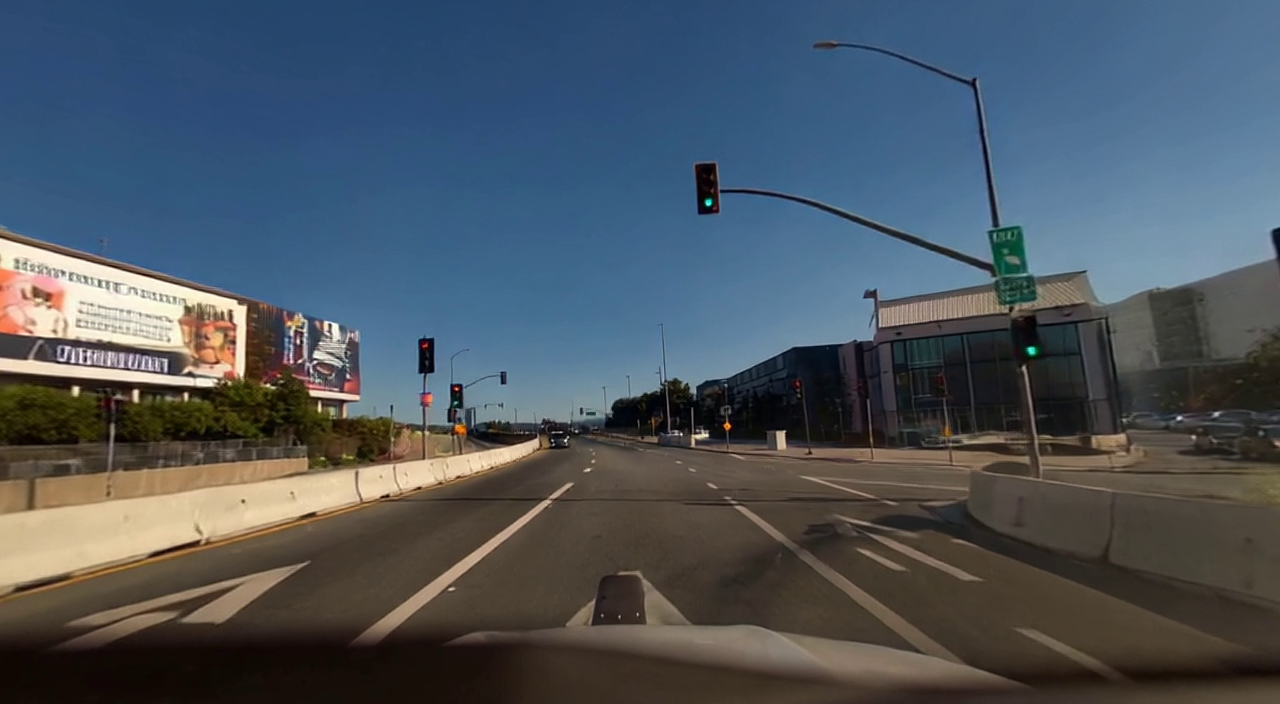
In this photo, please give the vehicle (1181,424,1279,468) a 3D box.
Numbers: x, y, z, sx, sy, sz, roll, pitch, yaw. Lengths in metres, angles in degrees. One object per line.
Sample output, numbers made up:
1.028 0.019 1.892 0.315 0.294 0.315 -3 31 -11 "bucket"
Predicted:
22.611 3.424 22.934 1.717 1.486 3.824 4 -10 -32 "vehicle"
